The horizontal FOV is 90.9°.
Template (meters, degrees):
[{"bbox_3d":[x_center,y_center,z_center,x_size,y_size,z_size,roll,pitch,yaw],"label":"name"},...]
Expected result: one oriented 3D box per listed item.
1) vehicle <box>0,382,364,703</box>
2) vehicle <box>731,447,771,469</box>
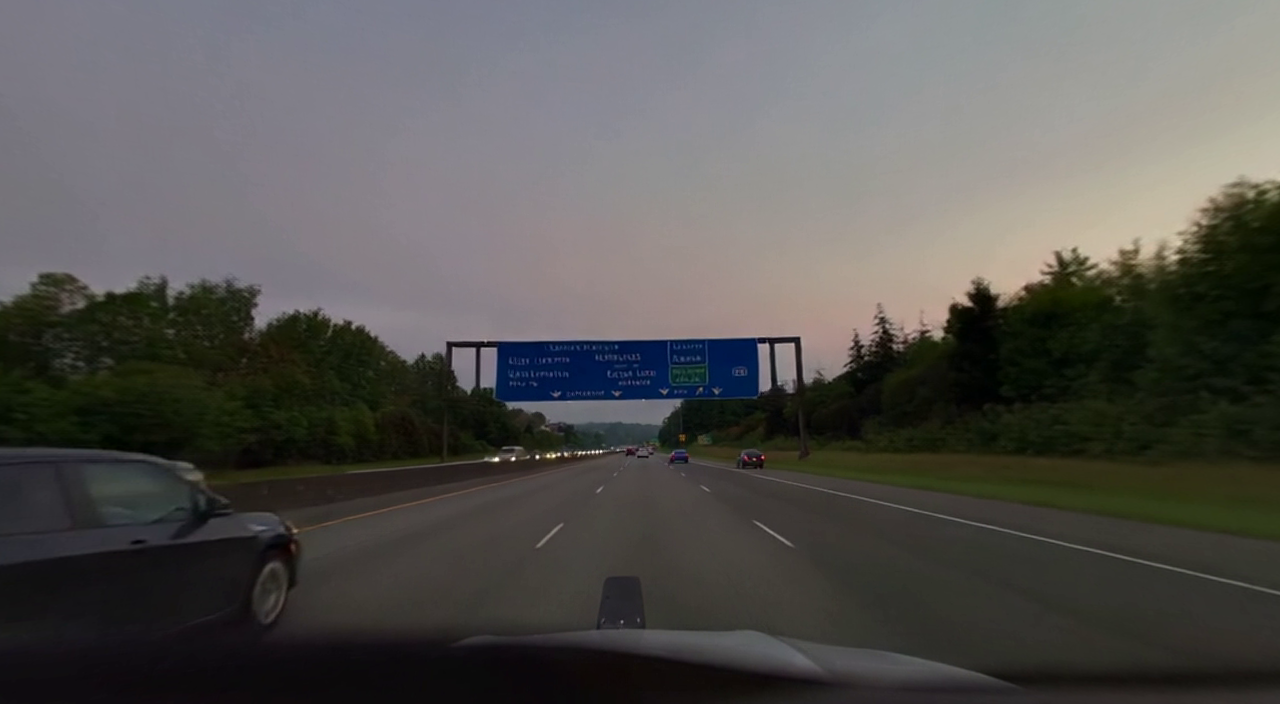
[{"bbox_3d":[-3.349,0.990,2.847,2.191,1.563,4.318,0,-9,1],"label":"vehicle"},{"bbox_3d":[7.806,7.504,44.786,1.943,1.493,4.507,0,-9,-1],"label":"vehicle"}]
